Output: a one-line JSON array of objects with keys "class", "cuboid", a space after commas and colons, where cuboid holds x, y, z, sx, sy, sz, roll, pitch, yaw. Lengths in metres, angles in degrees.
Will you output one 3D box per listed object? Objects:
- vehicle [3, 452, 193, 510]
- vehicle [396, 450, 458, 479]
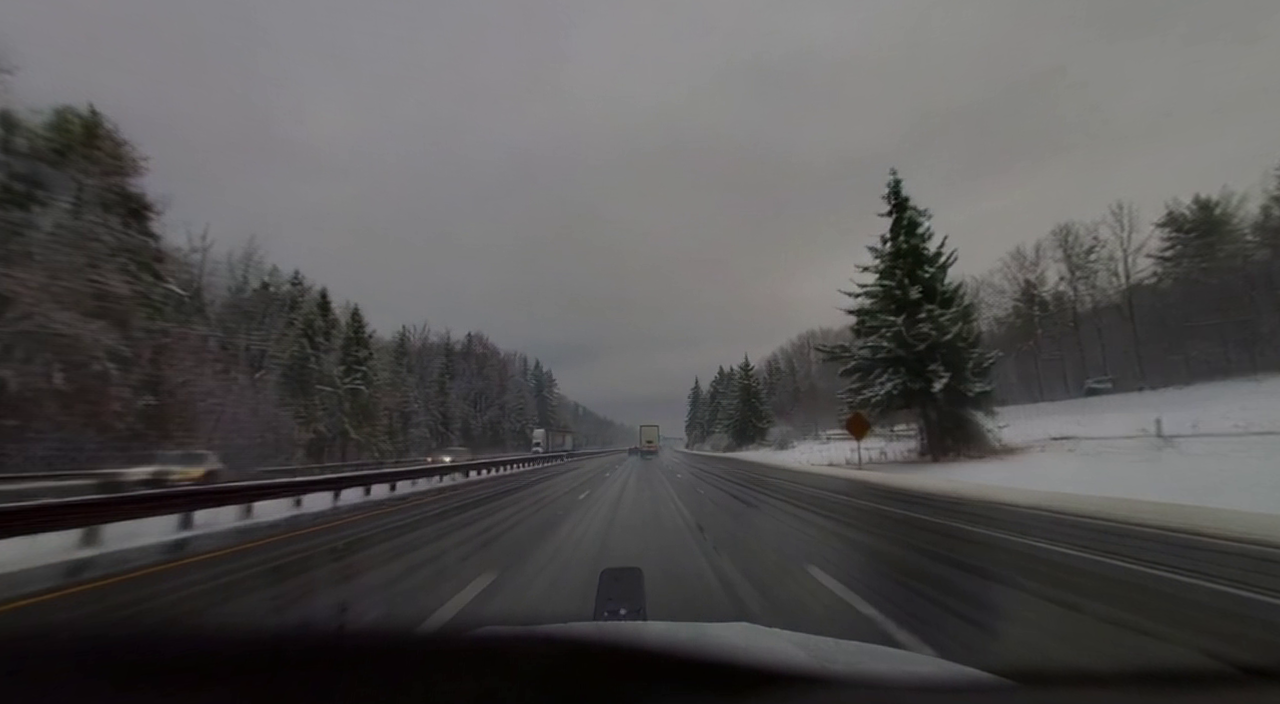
[{"class": "vehicle", "cuboid": [-15.420, 3.644, 18.264, 1.923, 1.484, 3.949, 0, -9, 1]}, {"class": "vehicle", "cuboid": [-11.375, 6.004, 33.874, 1.864, 1.452, 3.968, 0, -9, 1]}]
